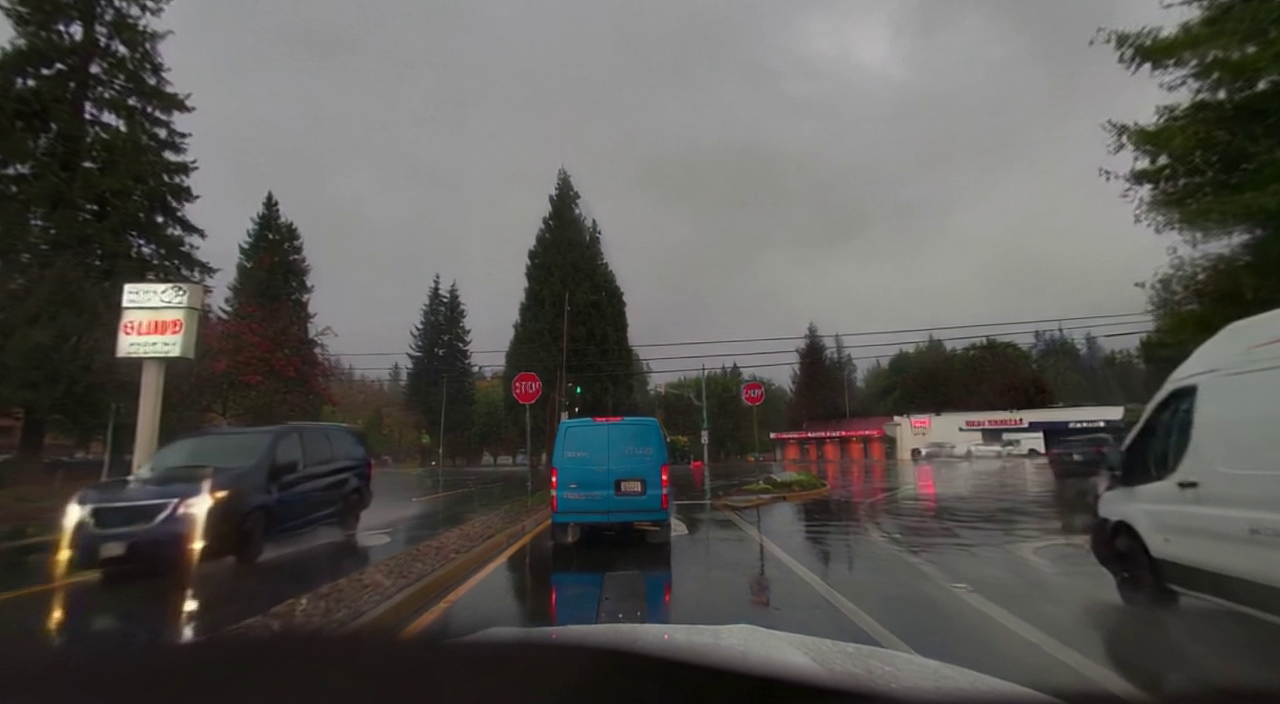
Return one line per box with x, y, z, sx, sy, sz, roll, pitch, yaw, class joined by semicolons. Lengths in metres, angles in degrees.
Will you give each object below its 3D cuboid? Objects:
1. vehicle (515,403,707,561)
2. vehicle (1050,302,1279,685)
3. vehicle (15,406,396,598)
-0.273;1.867;9.742;2.237;1.828;4.546;0;-9;2;vehicle
4.837;0.738;3.062;2.385;2.196;5.640;-1;-9;7;vehicle
-4.866;1.722;8.179;1.985;1.710;4.651;1;-9;-6;vehicle
